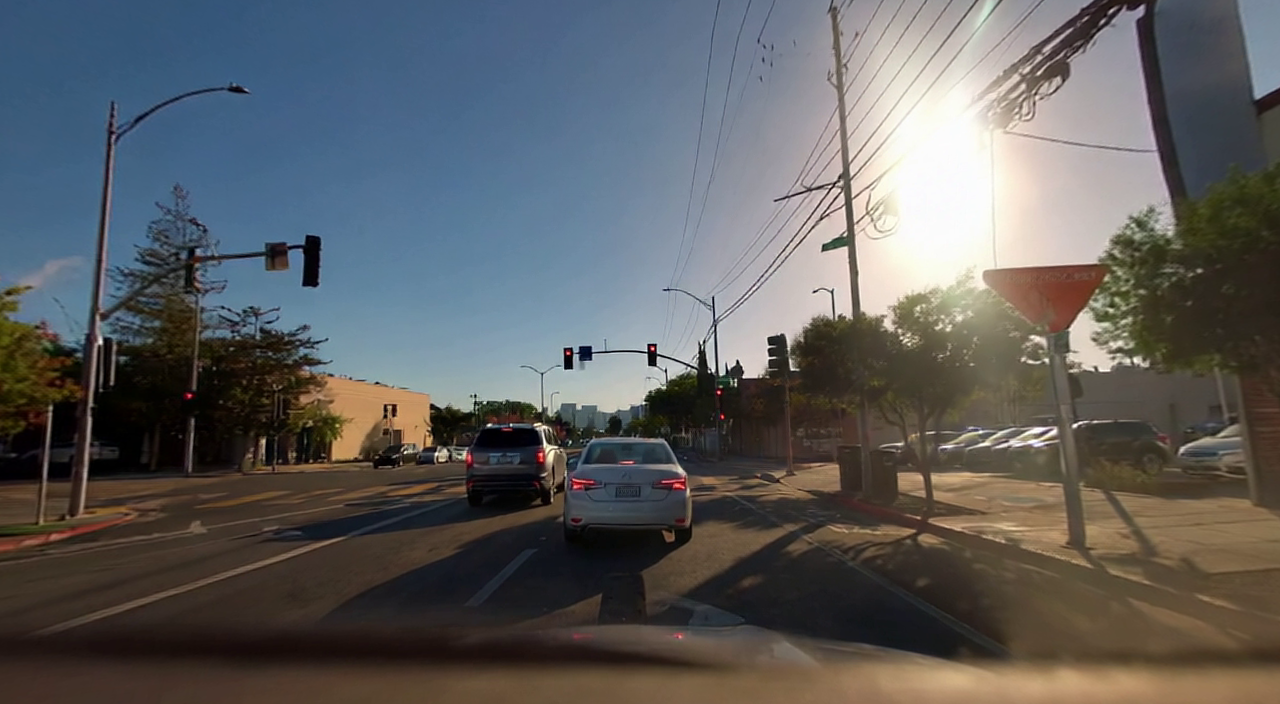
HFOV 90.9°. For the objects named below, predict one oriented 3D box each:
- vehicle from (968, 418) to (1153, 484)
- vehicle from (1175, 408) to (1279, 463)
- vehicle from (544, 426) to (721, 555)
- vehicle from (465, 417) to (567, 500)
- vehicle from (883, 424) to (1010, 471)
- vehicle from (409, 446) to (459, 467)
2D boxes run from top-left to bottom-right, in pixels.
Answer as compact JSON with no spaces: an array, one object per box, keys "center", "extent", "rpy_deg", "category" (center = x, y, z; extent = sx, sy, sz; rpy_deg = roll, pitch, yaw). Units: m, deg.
[{"center":[10.544,2.536,16.293],"extent":[1.888,1.455,4.268],"rpy_deg":[0,-8,1],"category":"vehicle"},{"center":[18.709,2.580,19.294],"extent":[4.446,1.511,1.977],"rpy_deg":[4,-10,-29],"category":"vehicle"},{"center":[-0.149,1.927,9.532],"extent":[2.070,1.481,4.216],"rpy_deg":[0,-8,-2],"category":"vehicle"},{"center":[-3.079,2.738,16.612],"extent":[2.106,1.852,4.512],"rpy_deg":[0,-8,-5],"category":"vehicle"},{"center":[10.631,3.372,22.320],"extent":[1.842,1.471,4.481],"rpy_deg":[1,-8,-6],"category":"vehicle"},{"center":[-15.568,7.837,47.494],"extent":[2.111,1.511,4.641],"rpy_deg":[6,-10,-37],"category":"vehicle"}]
